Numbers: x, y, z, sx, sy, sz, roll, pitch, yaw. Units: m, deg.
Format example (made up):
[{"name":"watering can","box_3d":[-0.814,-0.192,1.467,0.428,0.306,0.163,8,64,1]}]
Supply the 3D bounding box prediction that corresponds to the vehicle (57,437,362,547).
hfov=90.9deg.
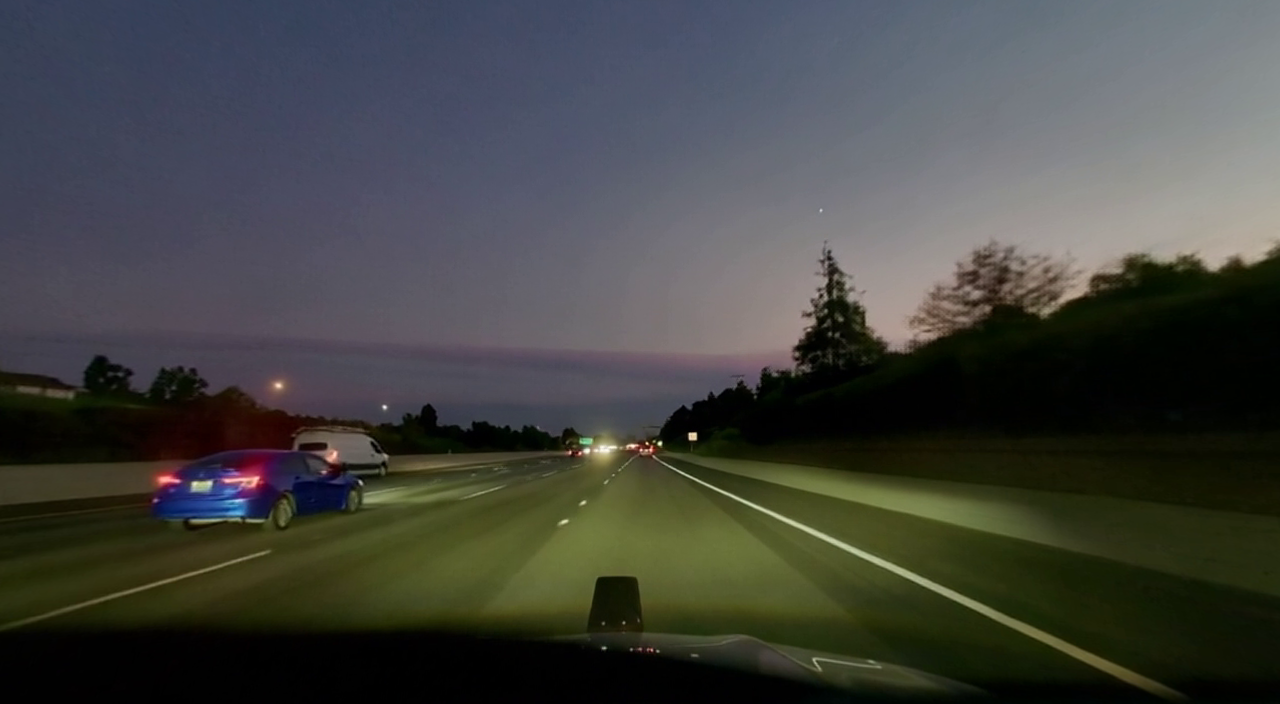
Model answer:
[{"name":"vehicle","box_3d":[-6.952,2.276,11.053,1.981,1.486,4.735,0,-8,0]}]
